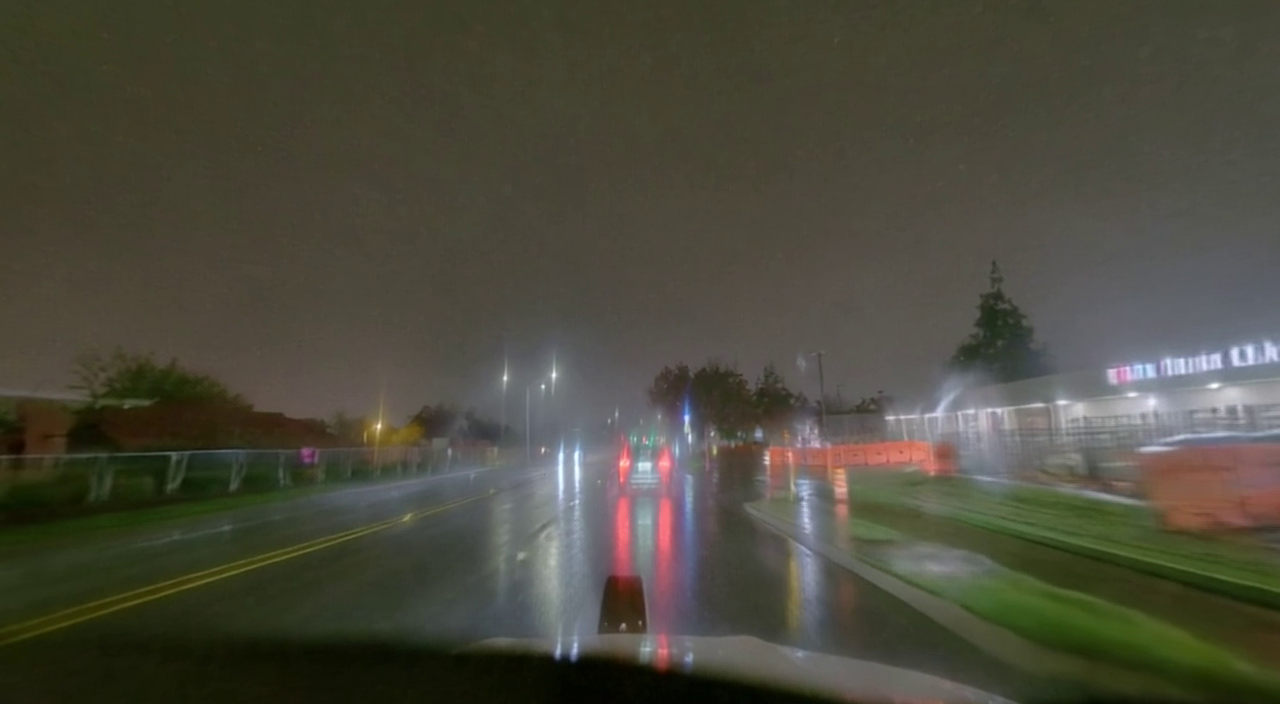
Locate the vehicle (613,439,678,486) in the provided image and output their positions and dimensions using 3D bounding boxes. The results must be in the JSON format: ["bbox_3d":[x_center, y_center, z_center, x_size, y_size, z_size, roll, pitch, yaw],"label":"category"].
[{"bbox_3d":[0.168,3.952,22.759,2.144,1.514,4.063,-1,-8,0],"label":"vehicle"}]

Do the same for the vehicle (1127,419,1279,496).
[{"bbox_3d":[14.014,2.394,14.612,1.841,1.563,4.335,-1,-8,0],"label":"vehicle"}]
